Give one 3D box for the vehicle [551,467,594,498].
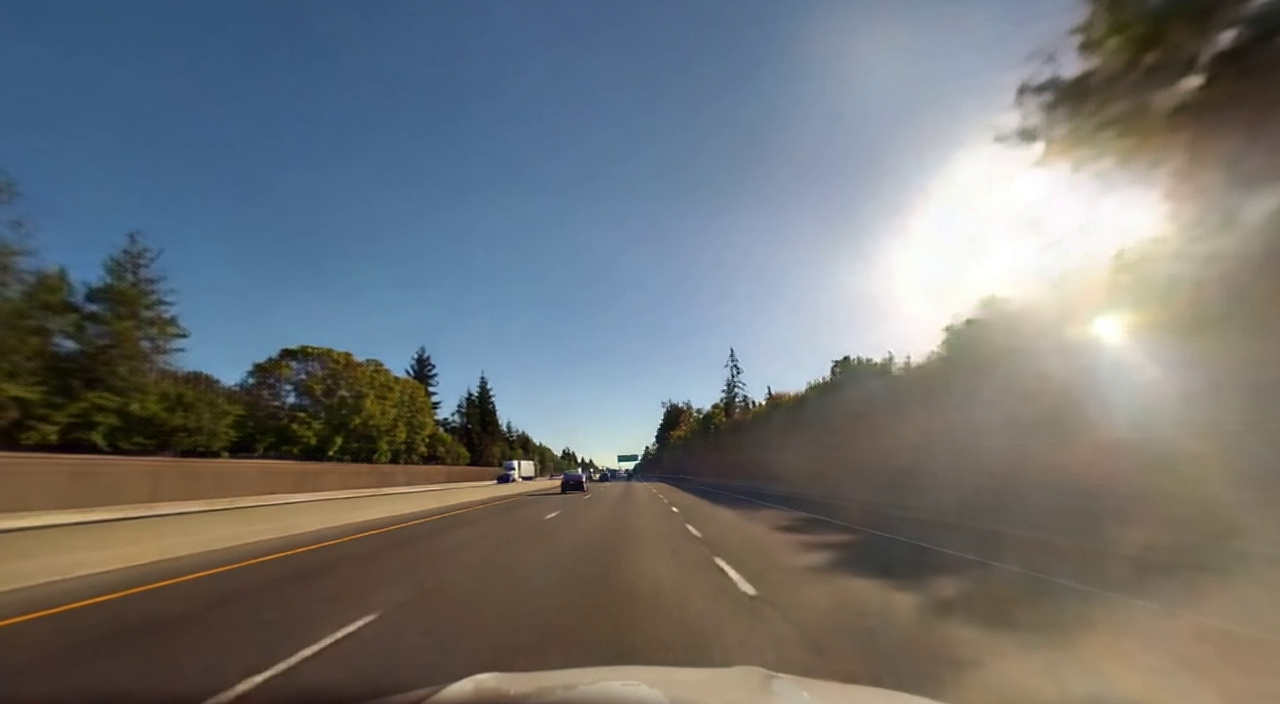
[{"bbox_3d":[-3.514,6.852,33.278,1.863,1.486,3.852,1,-10,-1],"label":"vehicle"}]
